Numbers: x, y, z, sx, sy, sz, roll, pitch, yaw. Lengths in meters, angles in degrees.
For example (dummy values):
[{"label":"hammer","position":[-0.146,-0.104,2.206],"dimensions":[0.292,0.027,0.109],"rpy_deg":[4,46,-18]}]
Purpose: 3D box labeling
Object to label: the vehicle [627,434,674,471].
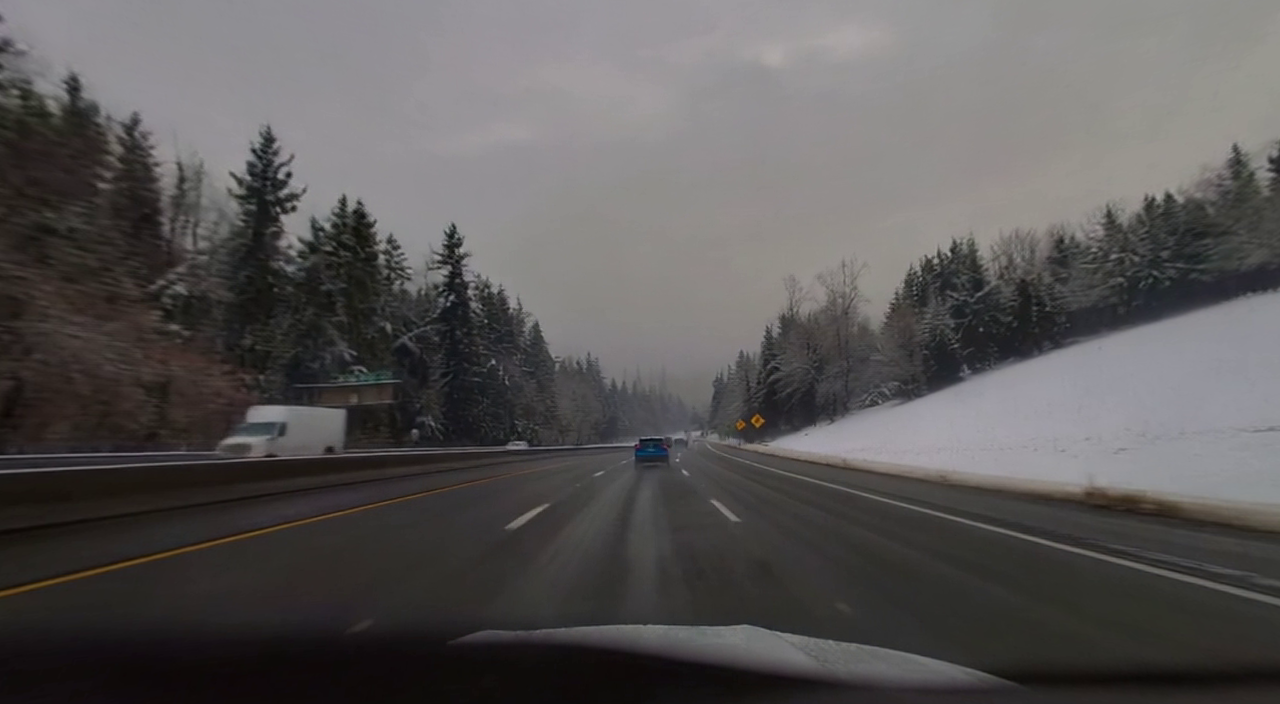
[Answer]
[{"label":"vehicle","position":[0.502,4.913,30.825],"dimensions":[2.133,1.686,4.203],"rpy_deg":[0,-8,1]}]
